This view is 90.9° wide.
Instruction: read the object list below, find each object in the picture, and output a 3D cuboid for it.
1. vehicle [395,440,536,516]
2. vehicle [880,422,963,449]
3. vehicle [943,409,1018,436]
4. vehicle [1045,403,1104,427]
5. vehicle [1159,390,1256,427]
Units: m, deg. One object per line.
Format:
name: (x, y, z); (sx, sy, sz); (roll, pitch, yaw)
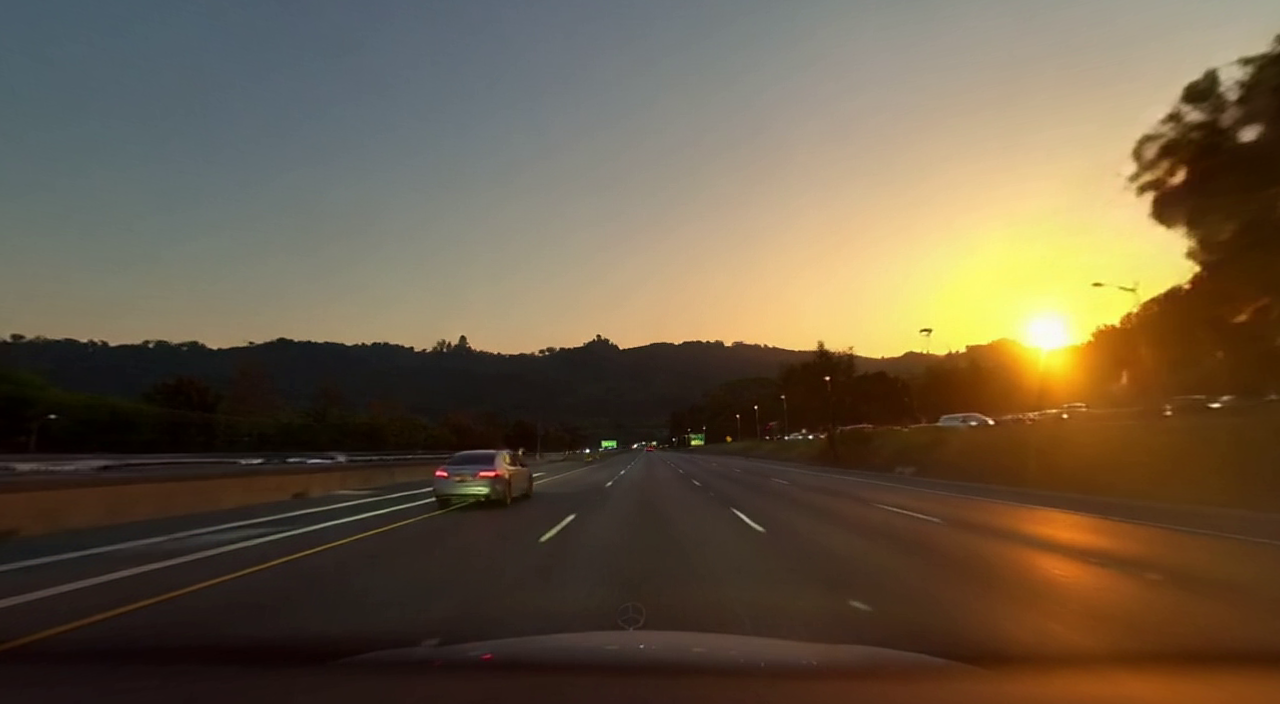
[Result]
vehicle: (-3.930, 2.915, 15.127); (2.021, 1.526, 4.385); (0, -9, 2)
vehicle: (19.133, 5.746, 42.938); (4.728, 1.706, 1.975); (-7, -11, 37)
vehicle: (21.072, 4.411, 39.050); (3.860, 1.519, 1.697); (-6, -10, 33)
vehicle: (32.740, 4.771, 47.457); (4.116, 1.647, 1.920); (5, -10, -30)
vehicle: (33.371, 3.363, 37.011); (5.668, 1.817, 2.102); (5, -12, -27)
